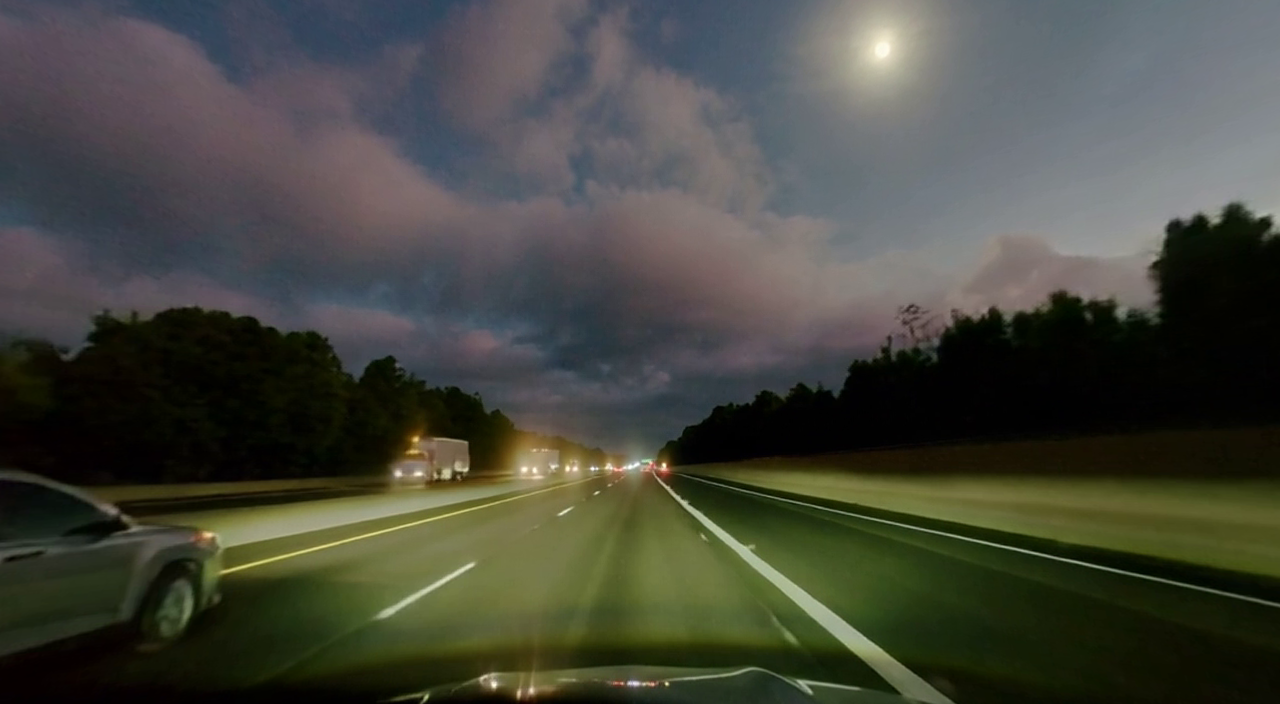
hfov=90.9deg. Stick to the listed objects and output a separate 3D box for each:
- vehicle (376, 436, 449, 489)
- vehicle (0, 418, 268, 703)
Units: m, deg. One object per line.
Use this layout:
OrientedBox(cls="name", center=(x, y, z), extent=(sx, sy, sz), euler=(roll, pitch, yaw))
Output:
OrientedBox(cls="vehicle", center=(-17.291, 8.485, 48.379), extent=(3.012, 3.730, 6.328), euler=(0, -10, 0))
OrientedBox(cls="vehicle", center=(-3.942, 0.994, 2.598), extent=(2.043, 1.486, 4.442), euler=(1, -10, 0))
